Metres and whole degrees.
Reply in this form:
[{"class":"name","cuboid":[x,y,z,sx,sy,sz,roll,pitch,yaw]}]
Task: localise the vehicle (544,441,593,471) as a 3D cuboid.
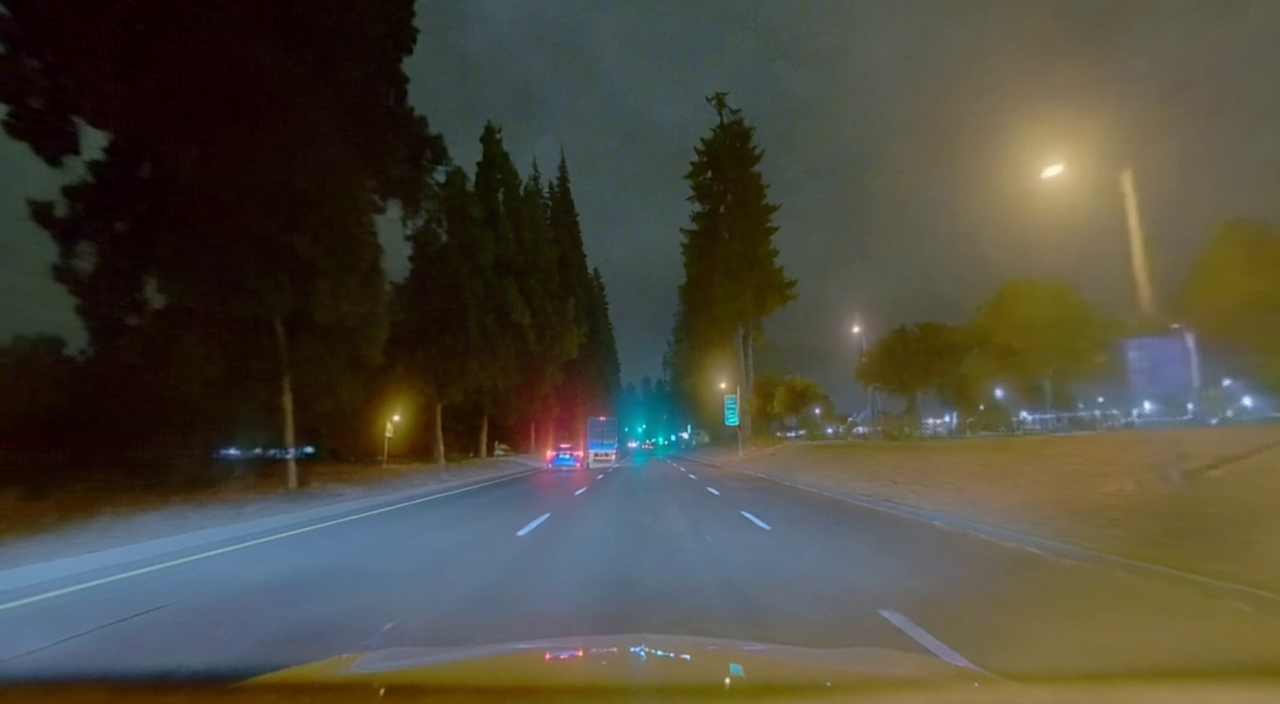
[{"class":"vehicle","cuboid":[-3.648,5.389,32.932,2.005,1.462,4.345,0,-8,0]}]
